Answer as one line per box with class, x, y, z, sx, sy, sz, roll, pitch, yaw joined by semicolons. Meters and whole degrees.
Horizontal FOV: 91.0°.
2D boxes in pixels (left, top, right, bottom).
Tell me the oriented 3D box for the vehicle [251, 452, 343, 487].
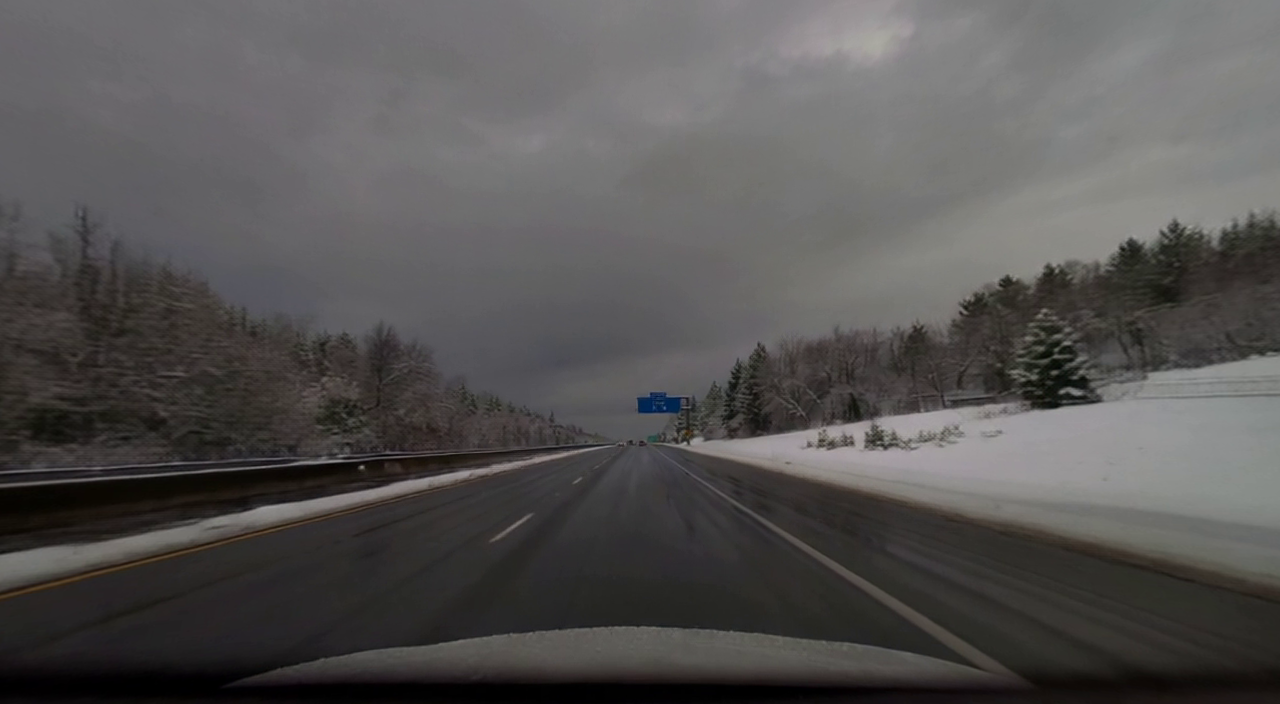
vehicle;-16.686;5.701;30.909;1.982;1.498;4.619;0;-8;-1
